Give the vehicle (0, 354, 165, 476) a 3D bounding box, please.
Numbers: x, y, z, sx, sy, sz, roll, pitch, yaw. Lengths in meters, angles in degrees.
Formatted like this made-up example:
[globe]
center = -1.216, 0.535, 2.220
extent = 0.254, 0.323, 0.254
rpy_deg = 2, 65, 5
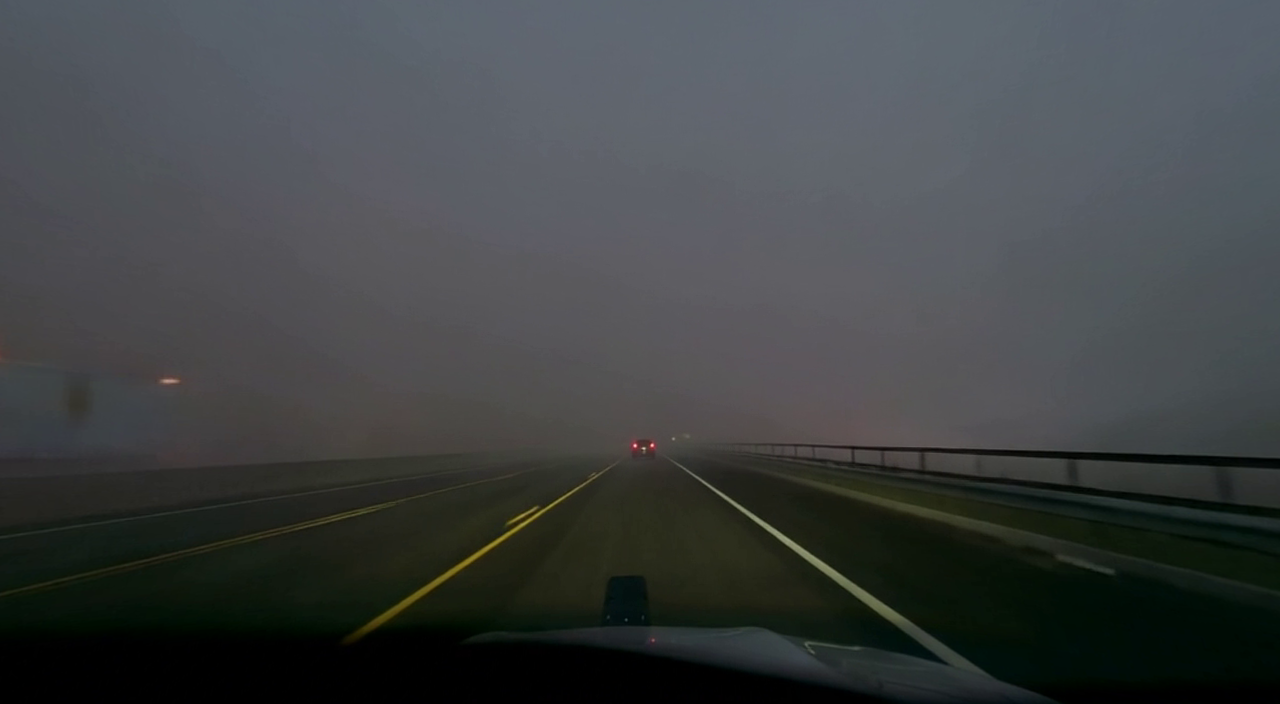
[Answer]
[vehicle]
center = -22.566, 2.014, 20.353
extent = 3.159, 3.961, 14.169
rpy_deg = 0, -8, 1
